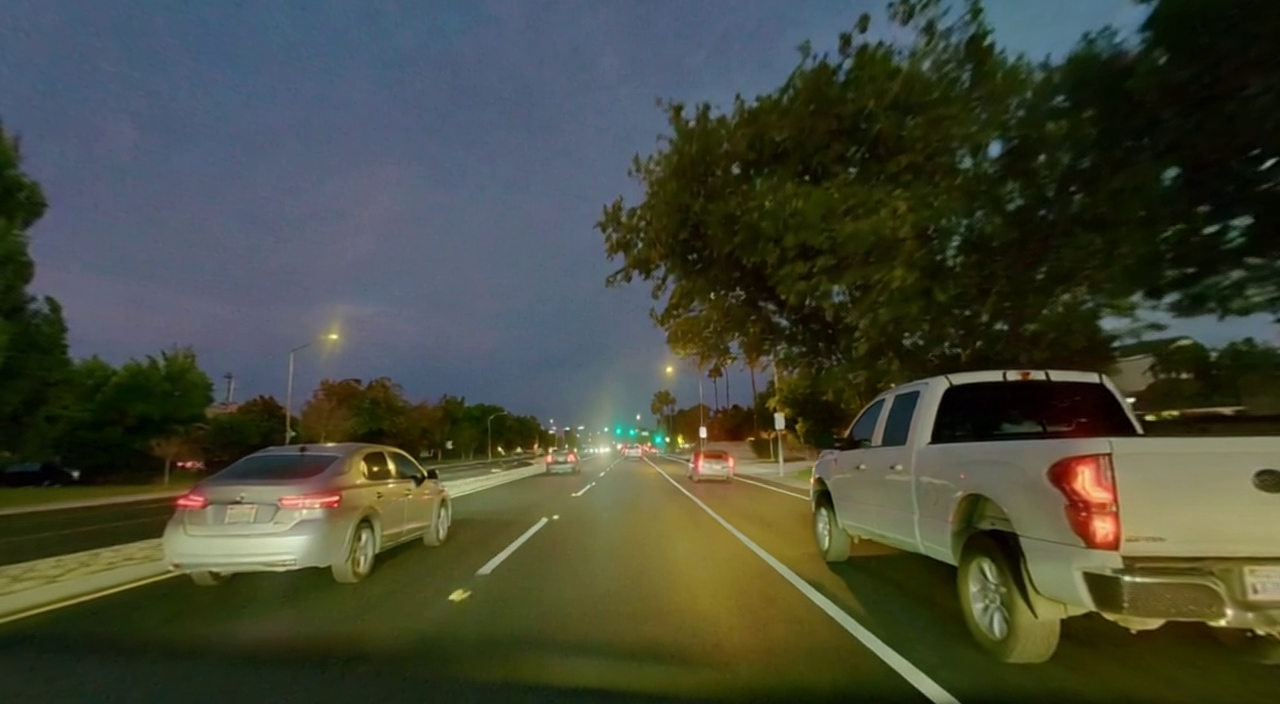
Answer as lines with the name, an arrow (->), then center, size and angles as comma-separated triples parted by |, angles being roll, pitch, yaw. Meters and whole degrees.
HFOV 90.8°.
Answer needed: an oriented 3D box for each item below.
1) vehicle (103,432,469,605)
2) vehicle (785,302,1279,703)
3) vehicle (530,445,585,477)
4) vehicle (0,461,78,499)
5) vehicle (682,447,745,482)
vehicle -> -3.743, 1.815, 7.842 | 2.094, 1.509, 4.286 | 0, -9, -1
vehicle -> 3.296, 1.191, 5.759 | 2.478, 2.030, 5.723 | 0, -9, -1
vehicle -> -4.156, 5.596, 32.700 | 2.263, 1.548, 4.555 | 0, -9, -1
vehicle -> -34.577, 7.225, 35.518 | 5.036, 1.823, 2.374 | -8, -11, 22
vehicle -> 3.225, 5.068, 28.820 | 2.149, 1.421, 4.805 | 0, -9, -2
